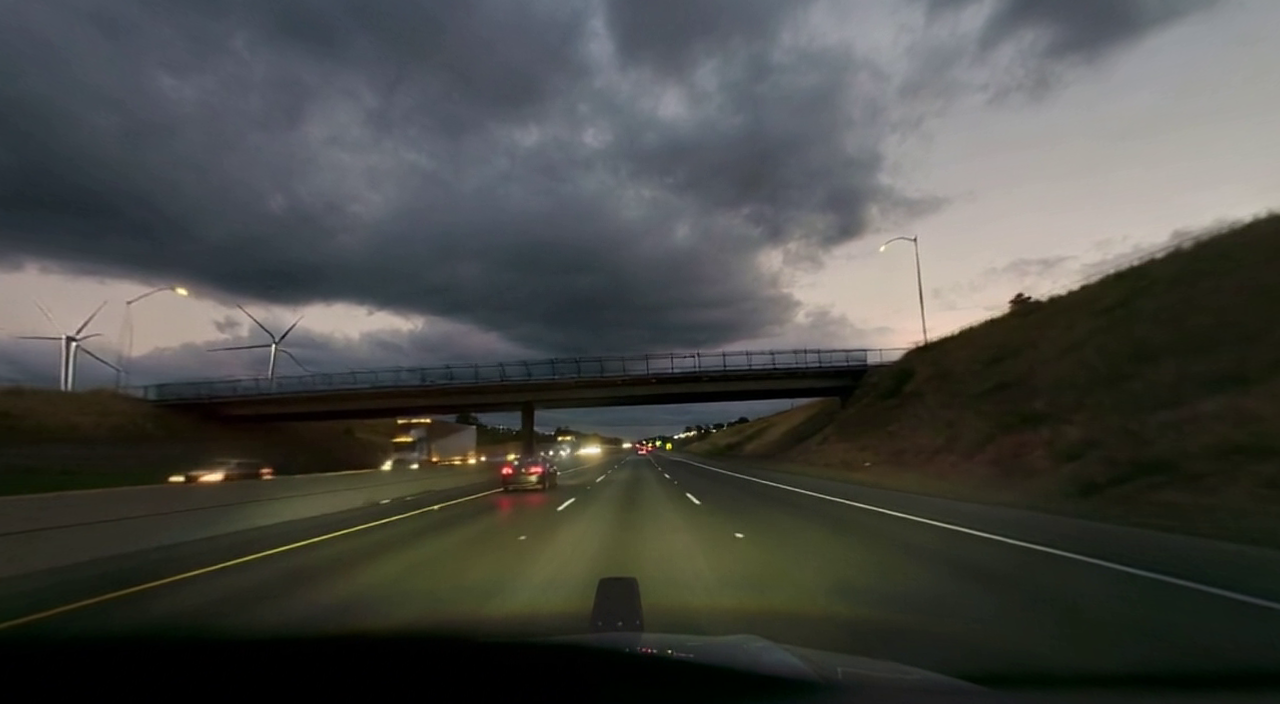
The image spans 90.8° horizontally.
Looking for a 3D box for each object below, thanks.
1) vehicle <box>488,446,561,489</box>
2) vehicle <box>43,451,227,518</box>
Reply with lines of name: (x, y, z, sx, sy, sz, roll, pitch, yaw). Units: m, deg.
vehicle: (-4.237, 4.308, 23.834, 1.921, 1.481, 4.120, 0, -9, 0)
vehicle: (-11.912, 3.100, 15.199, 1.590, 1.384, 3.364, 0, -9, 1)
